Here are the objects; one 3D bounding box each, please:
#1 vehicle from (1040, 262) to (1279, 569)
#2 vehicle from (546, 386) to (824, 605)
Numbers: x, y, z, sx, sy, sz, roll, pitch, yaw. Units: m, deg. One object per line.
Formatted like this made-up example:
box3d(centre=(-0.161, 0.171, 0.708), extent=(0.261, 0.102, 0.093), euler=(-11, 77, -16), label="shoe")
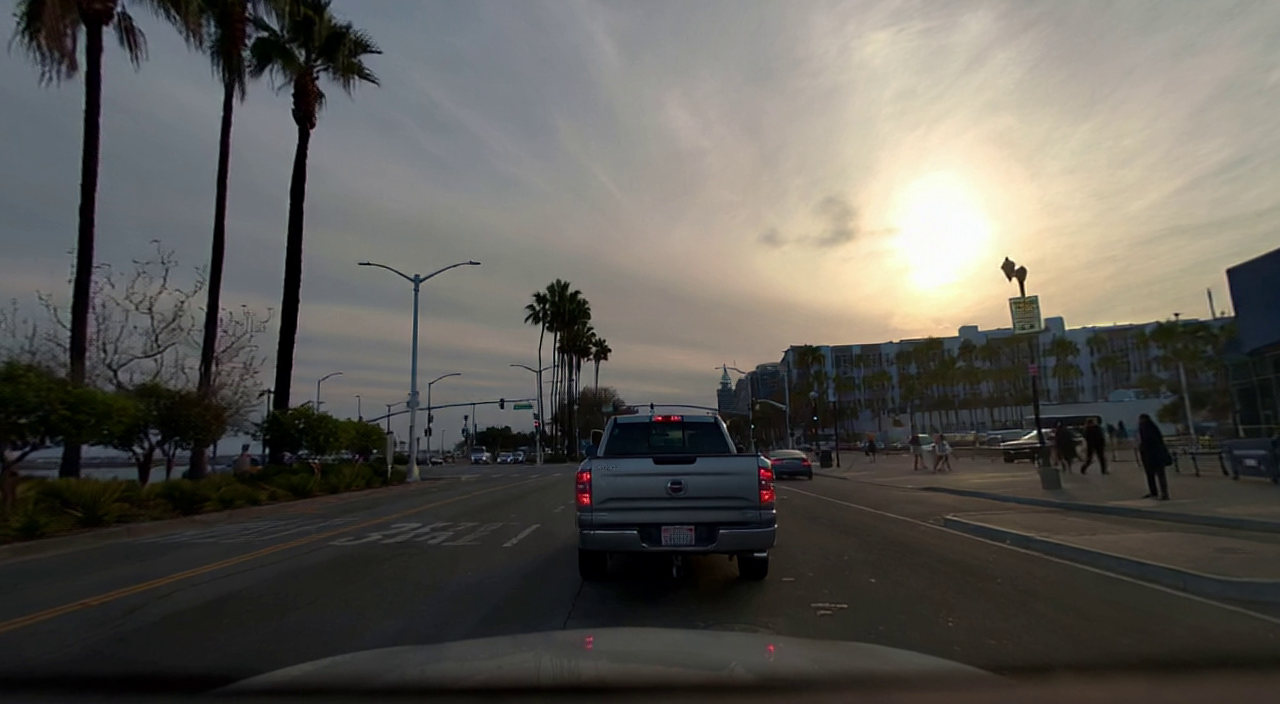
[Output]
box3d(centre=(7.922, 0.893, 8.599), extent=(2.666, 3.345, 3.622), euler=(-1, -9, 8), label="vehicle")
box3d(centre=(0.407, 1.591, 7.983), extent=(2.311, 1.819, 5.255), euler=(0, -8, 1), label="vehicle")
